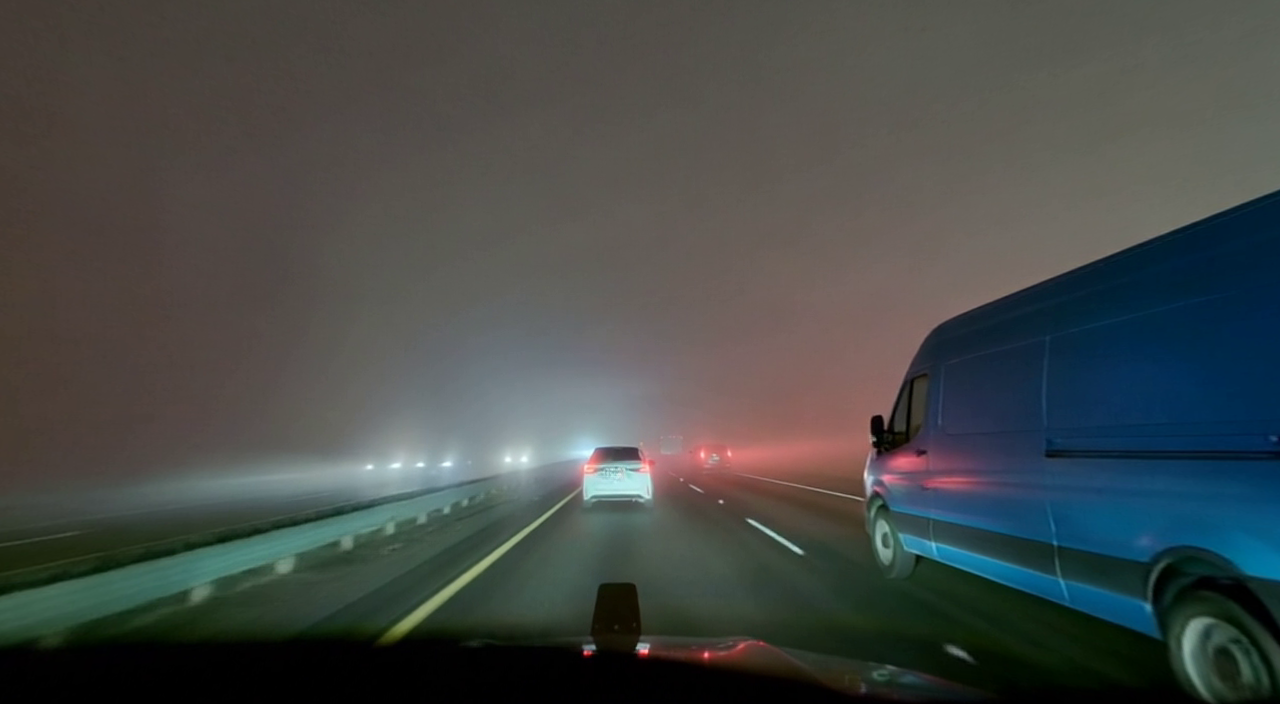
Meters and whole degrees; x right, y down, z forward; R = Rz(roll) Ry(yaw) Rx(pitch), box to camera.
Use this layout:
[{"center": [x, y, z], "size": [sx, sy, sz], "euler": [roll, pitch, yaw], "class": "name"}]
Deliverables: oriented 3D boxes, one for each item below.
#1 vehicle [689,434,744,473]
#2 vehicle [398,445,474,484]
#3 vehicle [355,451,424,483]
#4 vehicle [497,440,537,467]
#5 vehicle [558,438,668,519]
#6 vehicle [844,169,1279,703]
[{"center": [4.102, 5.575, 34.425], "size": [2.261, 1.952, 4.784], "euler": [0, -9, -1], "class": "vehicle"}, {"center": [-8.986, 4.997, 28.048], "size": [1.984, 1.571, 4.292], "euler": [0, -9, -1], "class": "vehicle"}, {"center": [-12.747, 5.861, 32.167], "size": [1.853, 1.507, 4.226], "euler": [0, -9, -1], "class": "vehicle"}, {"center": [-9.335, 7.743, 47.950], "size": [2.106, 1.959, 4.715], "euler": [0, -9, 0], "class": "vehicle"}, {"center": [-0.521, 2.637, 13.530], "size": [2.029, 1.483, 3.769], "euler": [0, -9, 0], "class": "vehicle"}, {"center": [3.798, 0.799, 4.733], "size": [2.399, 2.421, 5.829], "euler": [0, -9, -1], "class": "vehicle"}]
